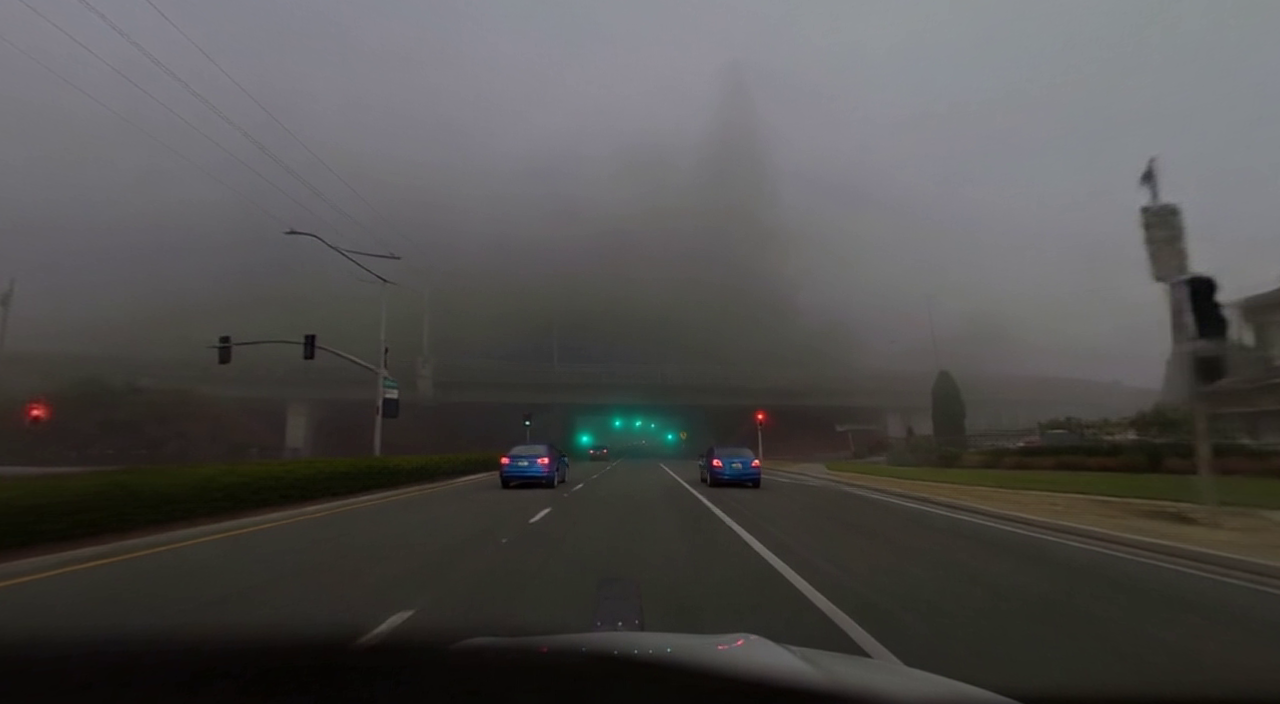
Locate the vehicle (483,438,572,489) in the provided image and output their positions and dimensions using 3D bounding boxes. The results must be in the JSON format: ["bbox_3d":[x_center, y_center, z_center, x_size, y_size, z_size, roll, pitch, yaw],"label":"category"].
[{"bbox_3d":[-3.589,3.638,21.003,2.060,1.484,4.417,0,-8,1],"label":"vehicle"}]

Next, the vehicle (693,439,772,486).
[{"bbox_3d":[3.157,3.848,22.424,2.068,1.497,4.247,0,-8,-1],"label":"vehicle"}]
